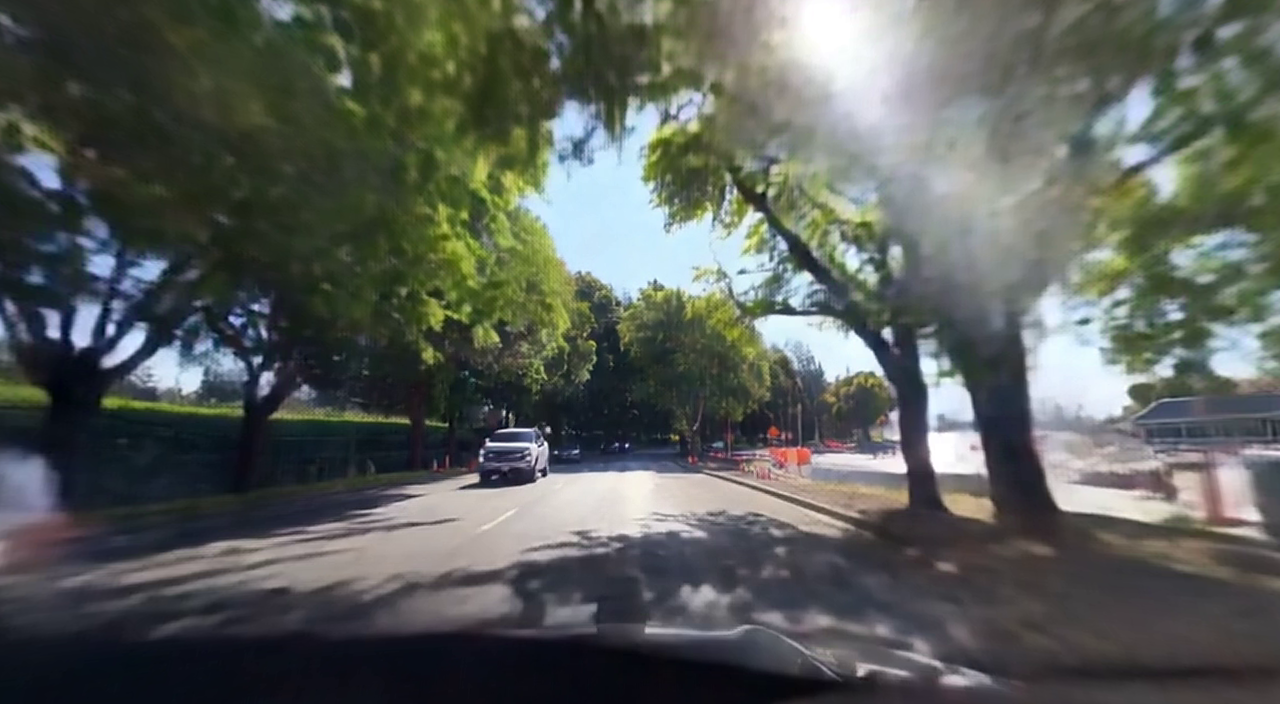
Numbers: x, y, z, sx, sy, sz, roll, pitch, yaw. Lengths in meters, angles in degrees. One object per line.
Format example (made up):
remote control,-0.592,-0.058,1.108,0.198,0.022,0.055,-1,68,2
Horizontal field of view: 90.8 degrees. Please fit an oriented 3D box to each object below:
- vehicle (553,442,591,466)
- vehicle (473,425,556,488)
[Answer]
vehicle,-4.490,6.780,42.191,1.964,1.481,4.199,-1,-8,2
vehicle,-4.411,3.740,22.970,2.064,2.009,4.512,-1,-8,0
